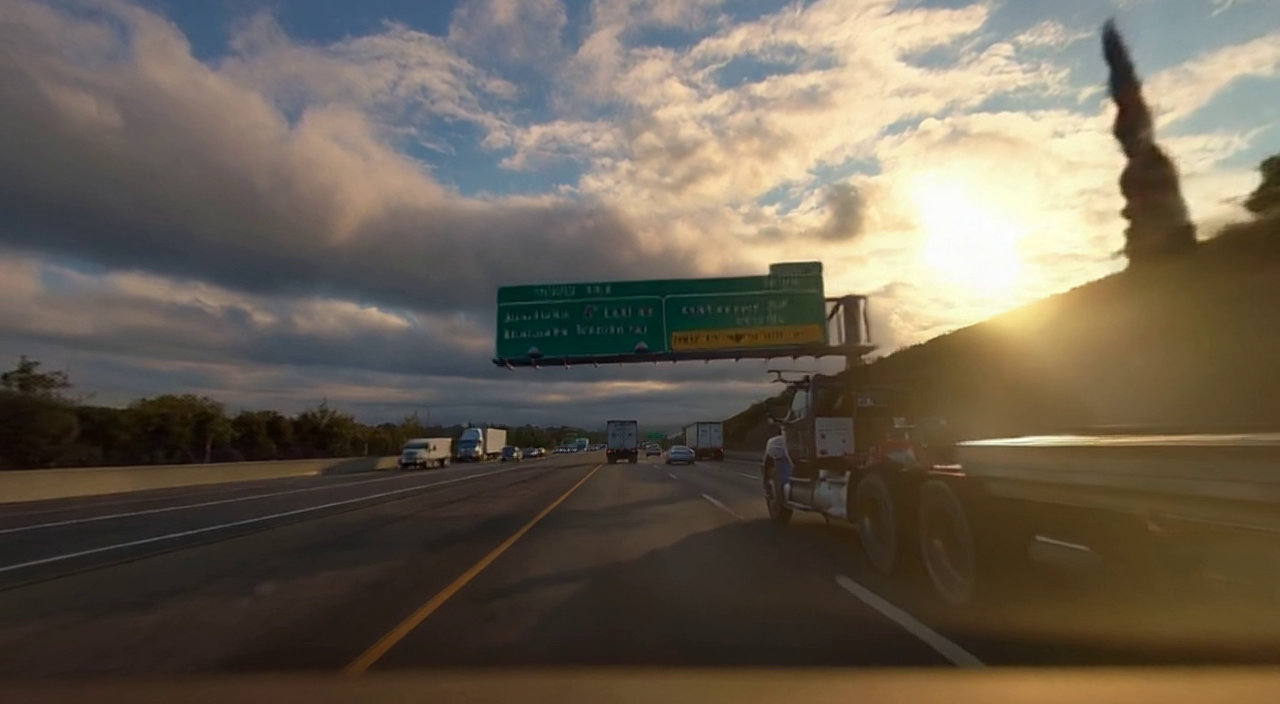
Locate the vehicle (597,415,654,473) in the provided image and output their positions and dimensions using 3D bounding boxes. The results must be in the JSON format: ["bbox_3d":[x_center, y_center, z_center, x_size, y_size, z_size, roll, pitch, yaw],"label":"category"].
[{"bbox_3d":[-0.624,4.855,33.070,2.506,2.743,6.093,-1,-9,3],"label":"vehicle"}]

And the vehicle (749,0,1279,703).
[{"bbox_3d":[3.846,0.489,7.588,2.972,4.007,10.643,0,-9,-1],"label":"vehicle"}]

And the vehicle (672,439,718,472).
[{"bbox_3d":[2.872,5.502,33.422,2.127,1.642,3.899,0,-9,1],"label":"vehicle"}]

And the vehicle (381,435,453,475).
[{"bbox_3d":[-14.019,6.499,39.802,2.425,2.339,5.273,-1,-9,2],"label":"vehicle"}]
